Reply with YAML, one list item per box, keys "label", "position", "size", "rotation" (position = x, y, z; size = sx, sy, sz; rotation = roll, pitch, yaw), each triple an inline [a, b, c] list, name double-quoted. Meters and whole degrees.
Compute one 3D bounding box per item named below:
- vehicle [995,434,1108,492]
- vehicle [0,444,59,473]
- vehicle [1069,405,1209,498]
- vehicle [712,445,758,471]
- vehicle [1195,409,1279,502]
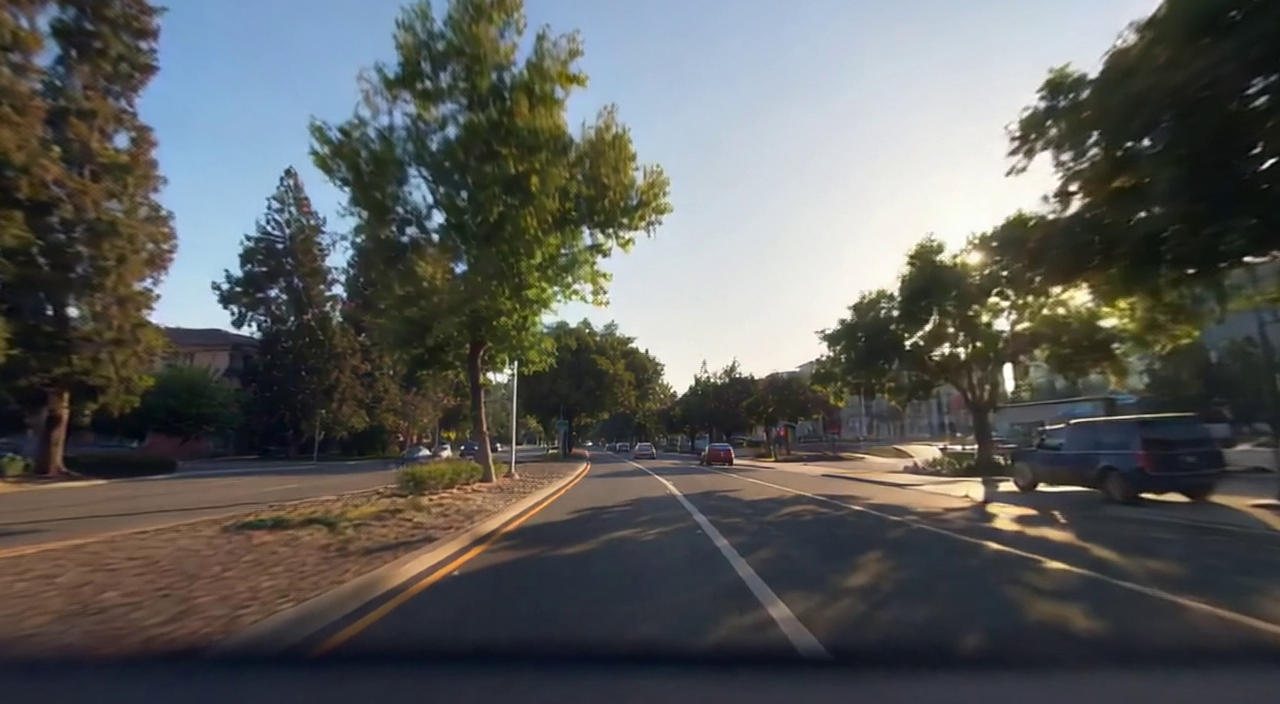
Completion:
- label: "vehicle"
  position: [15.782, 4.150, 24.112]
  size: [5.251, 1.946, 2.114]
  rotation: [7, -11, -41]
- label: "vehicle"
  position: [-31.068, 5.209, 30.886]
  size: [3.380, 1.366, 1.777]
  rotation: [1, -9, -4]
- label: "vehicle"
  position: [16.888, 3.299, 21.219]
  size: [6.233, 2.676, 2.430]
  rotation: [7, -11, -42]
- label: "vehicle"
  position: [5.708, 6.425, 38.607]
  size: [1.876, 1.474, 4.126]
  rotation: [1, -8, -4]
- label: "vehicle"
  position: [18.911, 3.158, 19.217]
  size: [6.051, 2.447, 2.293]
  rotation: [9, -12, -43]
